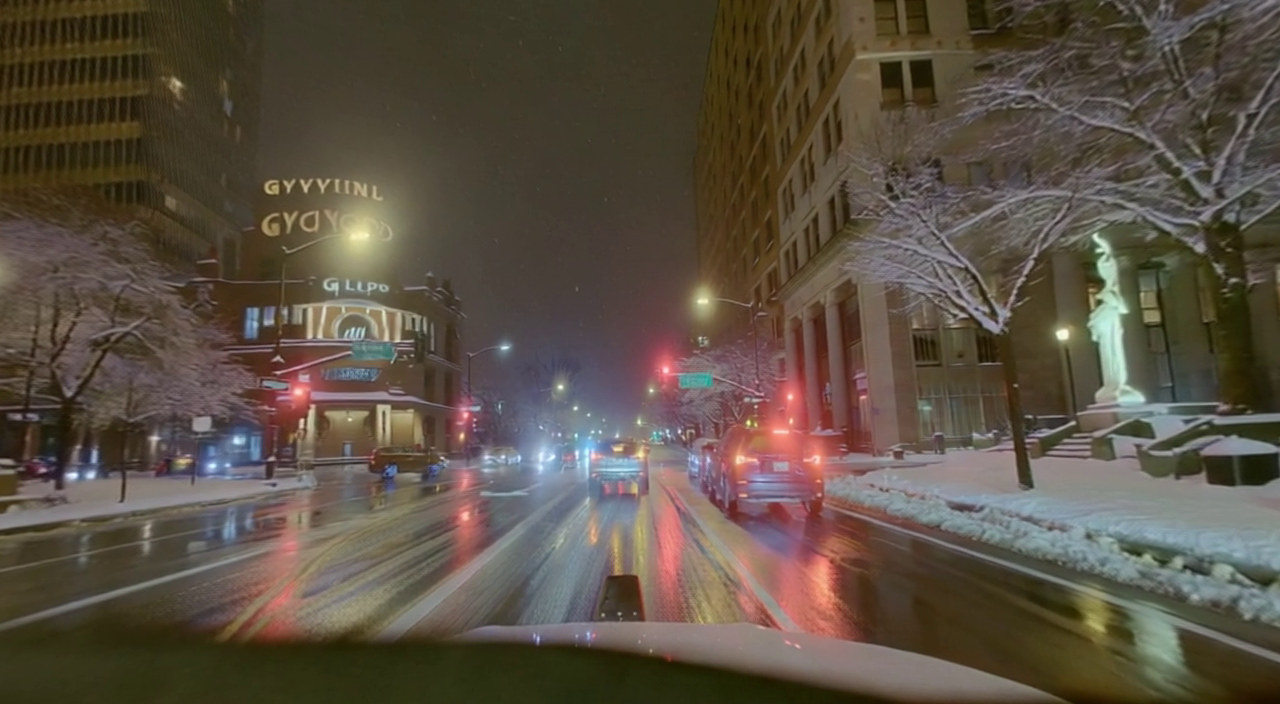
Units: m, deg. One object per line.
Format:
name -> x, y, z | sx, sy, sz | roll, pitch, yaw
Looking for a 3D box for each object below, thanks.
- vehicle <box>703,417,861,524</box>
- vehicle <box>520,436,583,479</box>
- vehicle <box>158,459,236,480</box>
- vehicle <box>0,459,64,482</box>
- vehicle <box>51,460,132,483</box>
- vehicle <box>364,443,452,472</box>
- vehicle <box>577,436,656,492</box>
vehicle -> 2.609, 2.328, 12.868 | 2.096, 1.775, 4.440 | 0, -9, -1
vehicle -> -3.591, 4.375, 26.492 | 2.045, 1.633, 4.864 | 0, -9, -2
vehicle -> -32.441, 8.586, 46.330 | 4.392, 1.427, 1.764 | 0, -9, 0
vehicle -> -45.122, 8.728, 46.521 | 3.671, 1.498, 1.670 | 2, -9, 4
vehicle -> -40.240, 8.762, 46.428 | 4.224, 1.622, 1.808 | 0, -9, 1
vehicle -> -14.699, 6.731, 40.309 | 4.855, 1.769, 2.071 | 1, -9, -6
vehicle -> -0.631, 3.303, 18.938 | 2.096, 1.492, 4.071 | 0, -9, 0
